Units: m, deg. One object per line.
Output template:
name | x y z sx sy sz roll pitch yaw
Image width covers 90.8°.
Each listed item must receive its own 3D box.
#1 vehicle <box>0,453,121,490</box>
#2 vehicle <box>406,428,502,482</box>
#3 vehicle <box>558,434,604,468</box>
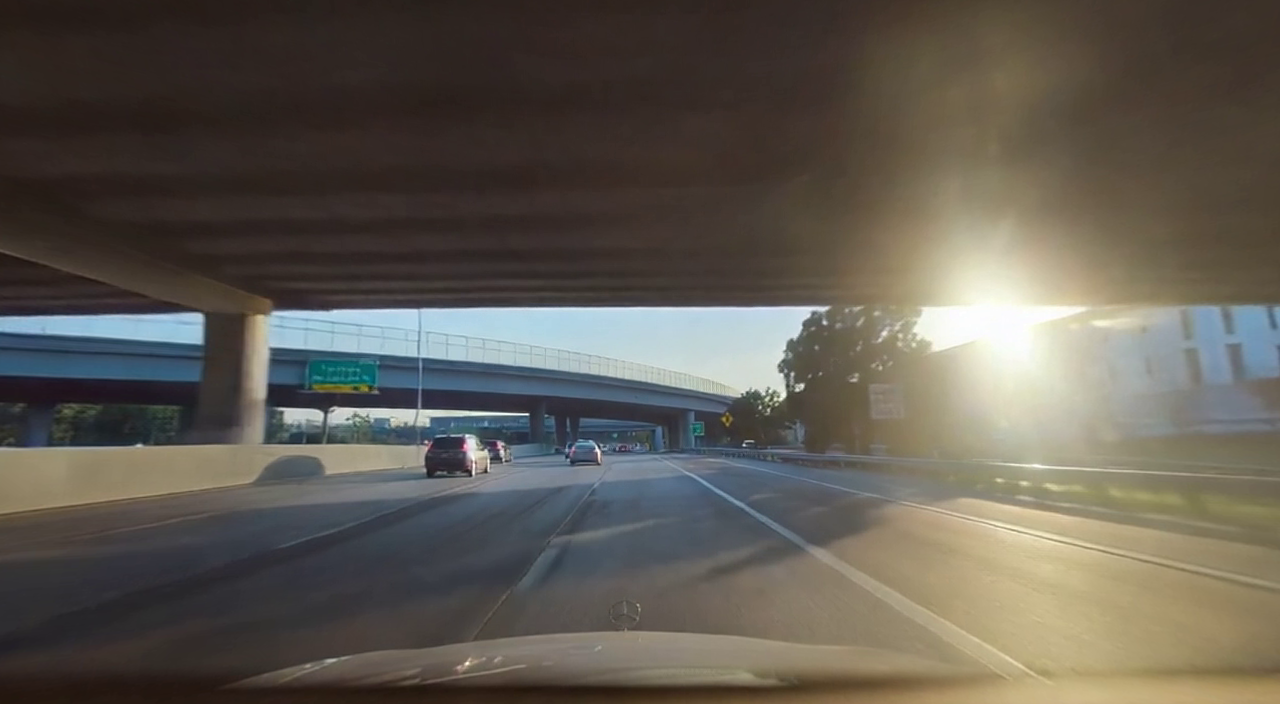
vehicle | -26.402 5.366 28.715 1.792 1.456 4.589 0 -9 -1
vehicle | -6.608 3.718 23.064 2.015 1.762 4.790 0 -8 0
vehicle | -3.072 5.240 33.590 2.027 1.697 4.307 0 -8 0
